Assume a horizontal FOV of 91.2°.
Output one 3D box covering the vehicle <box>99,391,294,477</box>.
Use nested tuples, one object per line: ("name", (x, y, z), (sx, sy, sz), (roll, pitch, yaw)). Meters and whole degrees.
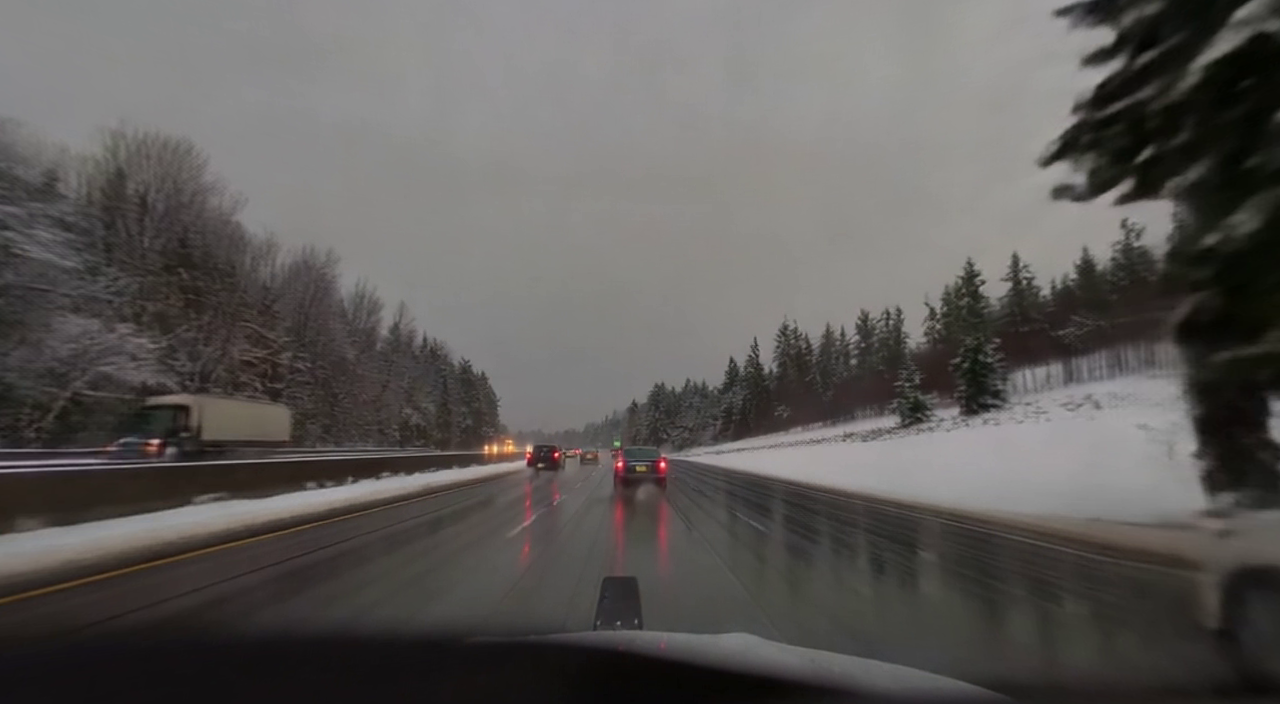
("vehicle", (-22.371, 4.380, 32.685), (3.243, 3.800, 9.564), (0, -9, -1))

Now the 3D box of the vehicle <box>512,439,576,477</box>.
("vehicle", (-4.650, 5.218, 31.048), (2.545, 1.679, 4.267), (0, -9, -1))

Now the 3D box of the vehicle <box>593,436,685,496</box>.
("vehicle", (-0.081, 3.573, 19.939), (2.634, 1.679, 4.070), (0, -9, -1))
